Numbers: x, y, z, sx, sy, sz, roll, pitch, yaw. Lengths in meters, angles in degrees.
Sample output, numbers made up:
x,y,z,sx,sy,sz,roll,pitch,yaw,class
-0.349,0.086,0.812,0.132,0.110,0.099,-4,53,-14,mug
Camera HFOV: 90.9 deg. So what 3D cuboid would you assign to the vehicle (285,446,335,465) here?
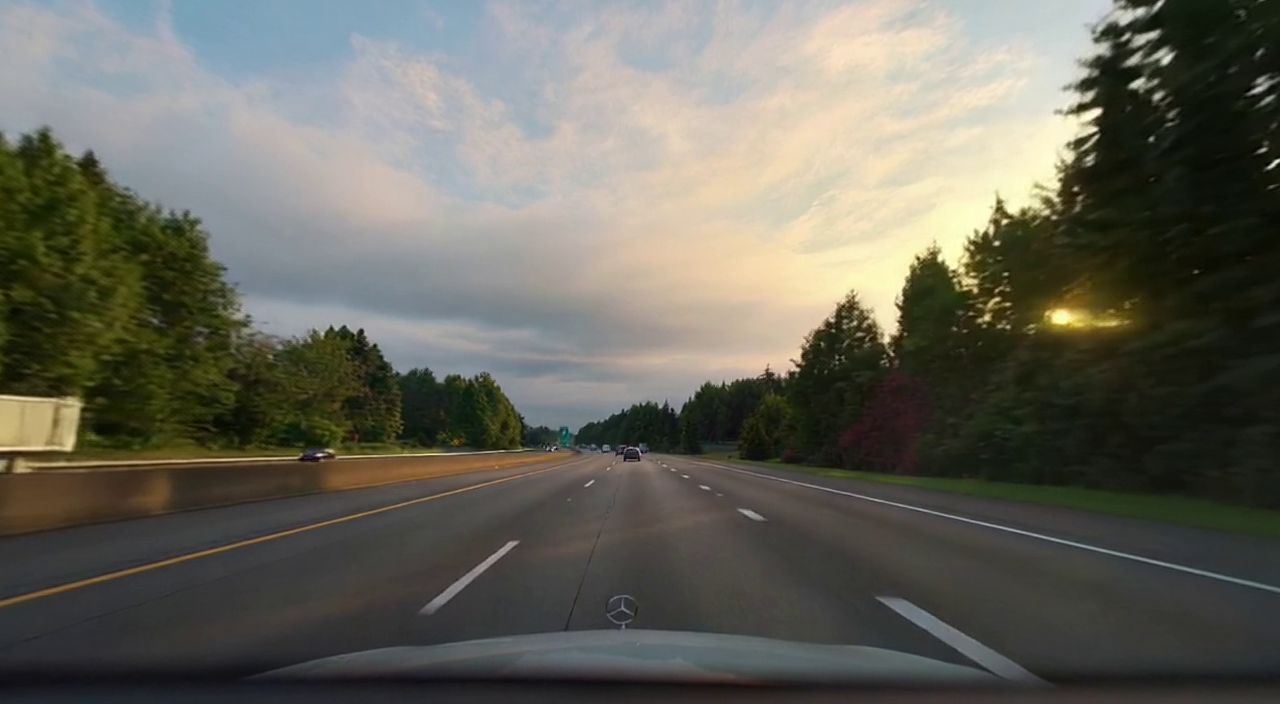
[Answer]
x,y,z,sx,sy,sz,roll,pitch,yaw,class
-25.564,8.023,49.005,1.985,1.458,4.373,1,-9,-8,vehicle
